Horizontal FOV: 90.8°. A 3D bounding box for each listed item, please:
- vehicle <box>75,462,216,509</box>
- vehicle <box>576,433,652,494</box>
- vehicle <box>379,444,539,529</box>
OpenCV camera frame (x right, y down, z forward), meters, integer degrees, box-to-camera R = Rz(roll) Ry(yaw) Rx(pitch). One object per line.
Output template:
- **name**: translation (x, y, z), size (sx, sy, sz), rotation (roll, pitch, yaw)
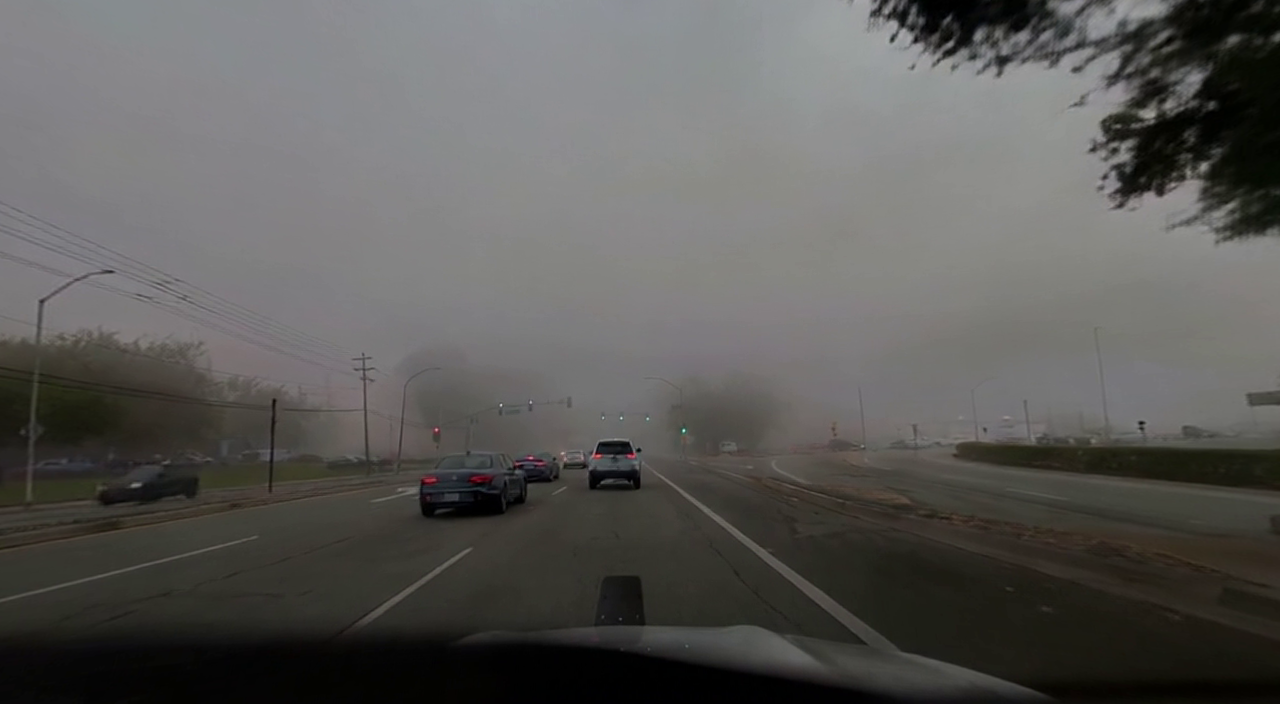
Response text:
- **vehicle**: translation (-18.615, 5.013, 24.087), size (1.872, 1.468, 4.316), rotation (0, -8, 0)
- **vehicle**: translation (-0.793, 3.661, 21.162), size (2.276, 1.850, 3.897), rotation (0, -8, 0)
- **vehicle**: translation (-3.553, 2.693, 13.394), size (2.064, 1.464, 4.373), rotation (0, -8, 1)
